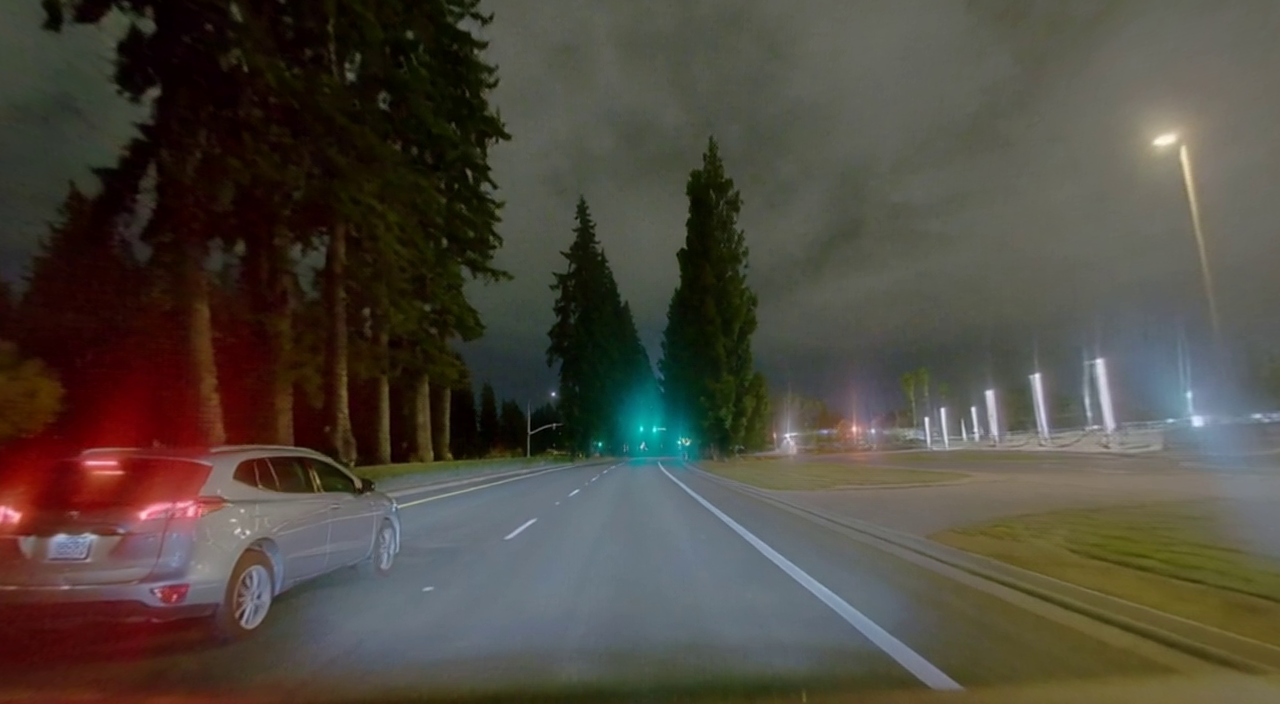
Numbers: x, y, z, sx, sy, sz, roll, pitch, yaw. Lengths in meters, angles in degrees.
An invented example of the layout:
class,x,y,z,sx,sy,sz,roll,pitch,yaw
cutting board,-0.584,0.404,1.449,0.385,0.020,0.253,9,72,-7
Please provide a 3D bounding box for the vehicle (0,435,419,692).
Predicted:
class,x,y,z,sx,sy,sz,roll,pitch,yaw
vehicle,-3.747,1.520,5.736,1.946,1.437,4.154,0,-8,1
